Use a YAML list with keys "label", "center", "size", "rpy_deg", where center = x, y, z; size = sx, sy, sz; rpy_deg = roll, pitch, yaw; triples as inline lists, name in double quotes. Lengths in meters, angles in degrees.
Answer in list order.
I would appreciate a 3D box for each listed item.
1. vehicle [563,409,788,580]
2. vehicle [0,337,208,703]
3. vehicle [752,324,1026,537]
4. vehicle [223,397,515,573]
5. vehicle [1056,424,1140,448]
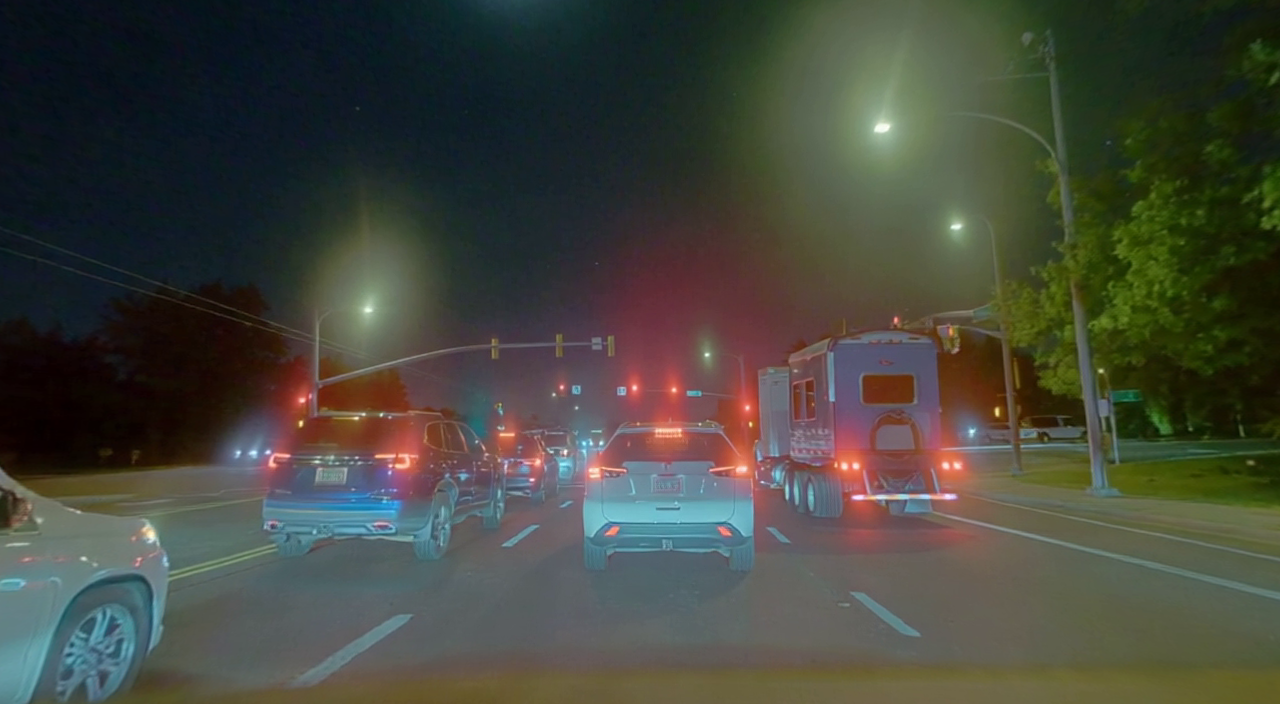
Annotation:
- label: "vehicle"
  center: [0.355, 1.705, 8.318]
  size: [2.189, 1.649, 4.171]
  rpy_deg: [0, -9, 0]
- label: "vehicle"
  center: [-3.431, 0.674, 1.474]
  size: [1.952, 1.730, 4.116]
  rpy_deg: [0, -9, -1]
- label: "vehicle"
  center: [3.689, 1.404, 11.011]
  size: [2.531, 2.750, 5.595]
  rpy_deg: [0, -8, 1]
- label: "vehicle"
  center: [-3.266, 1.713, 8.841]
  size: [2.085, 1.812, 4.388]
  rpy_deg: [0, -9, 0]
- label: "vehicle"
  center: [33.160, 6.135, 45.884]
  size: [4.671, 1.595, 1.824]
  rpy_deg: [-5, -10, 31]
